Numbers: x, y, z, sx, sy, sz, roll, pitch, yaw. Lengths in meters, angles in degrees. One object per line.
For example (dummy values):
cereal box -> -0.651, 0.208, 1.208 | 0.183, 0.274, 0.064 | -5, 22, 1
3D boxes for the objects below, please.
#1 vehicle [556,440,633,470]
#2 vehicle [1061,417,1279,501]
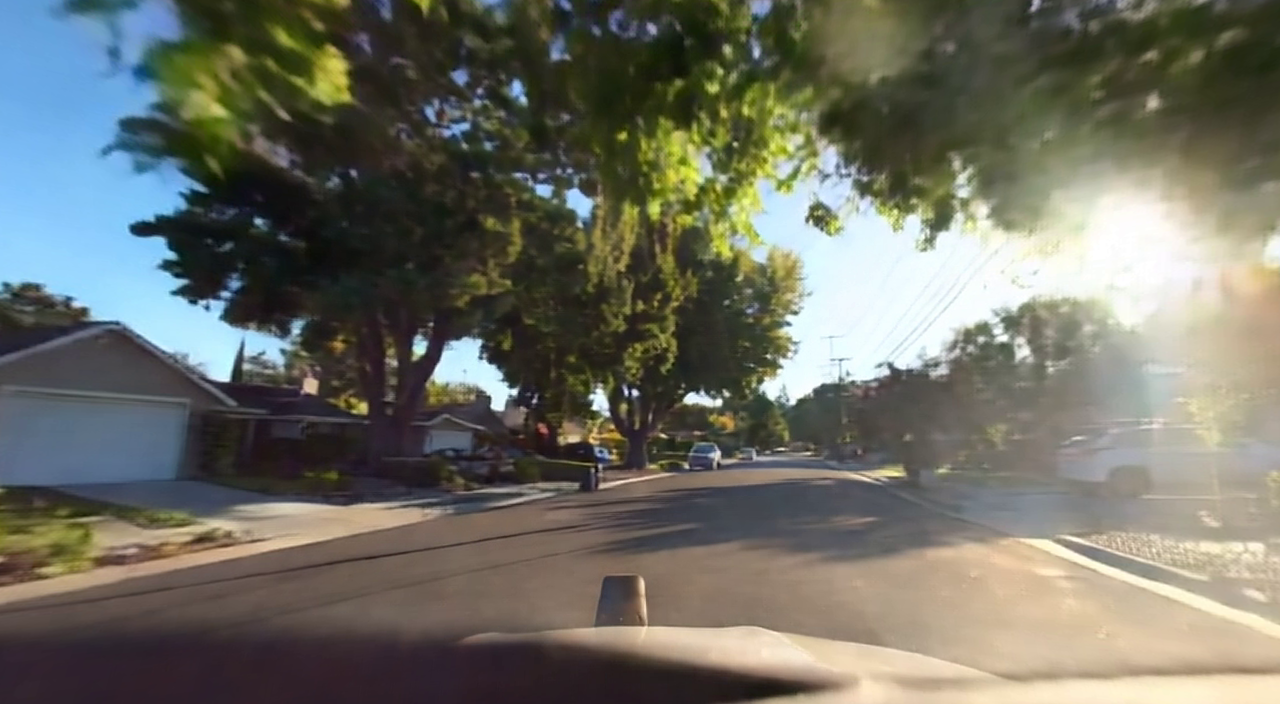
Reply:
vehicle -> -3.192, 7.301, 45.002 | 5.033, 1.997, 2.126 | -2, -8, 12
vehicle -> 14.158, 2.603, 15.615 | 5.693, 1.886, 2.235 | -2, -9, 14
